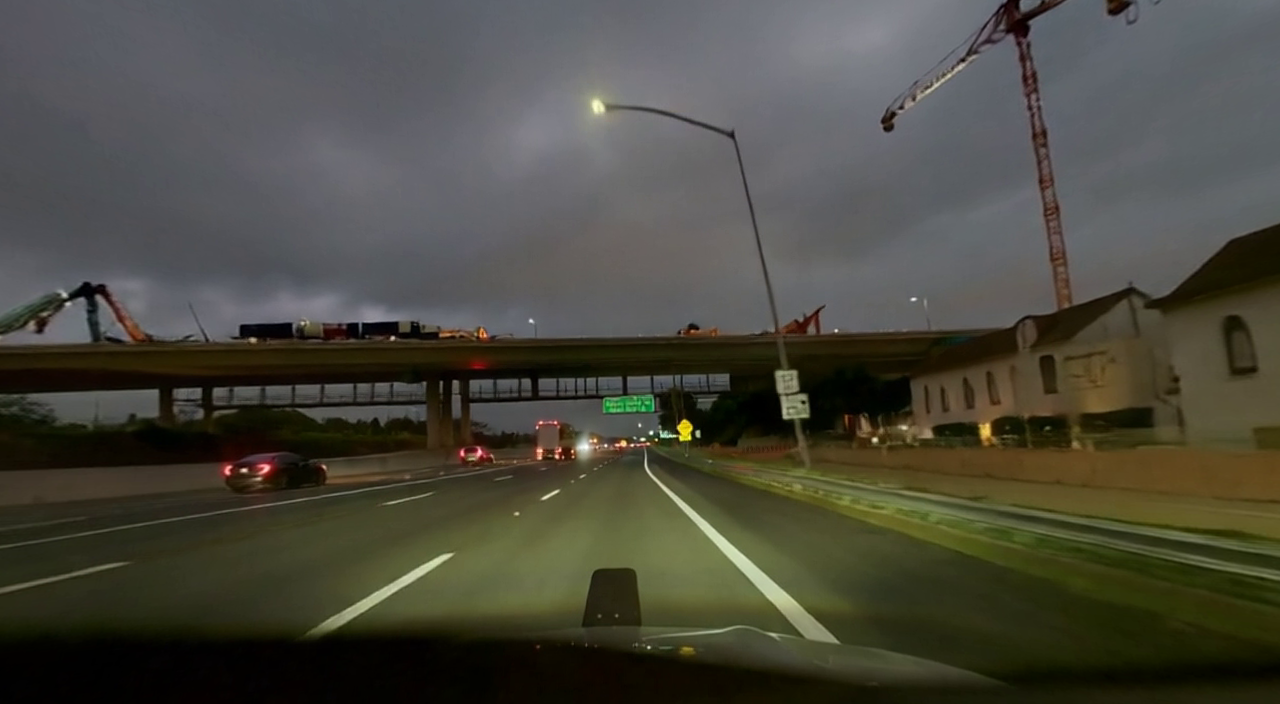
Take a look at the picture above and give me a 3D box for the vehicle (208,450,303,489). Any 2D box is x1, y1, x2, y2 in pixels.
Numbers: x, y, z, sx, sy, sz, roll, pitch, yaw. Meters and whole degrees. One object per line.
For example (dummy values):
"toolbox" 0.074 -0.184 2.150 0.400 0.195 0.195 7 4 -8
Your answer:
"vehicle" -19.210 5.863 31.871 1.932 1.752 4.541 -1 -8 0
